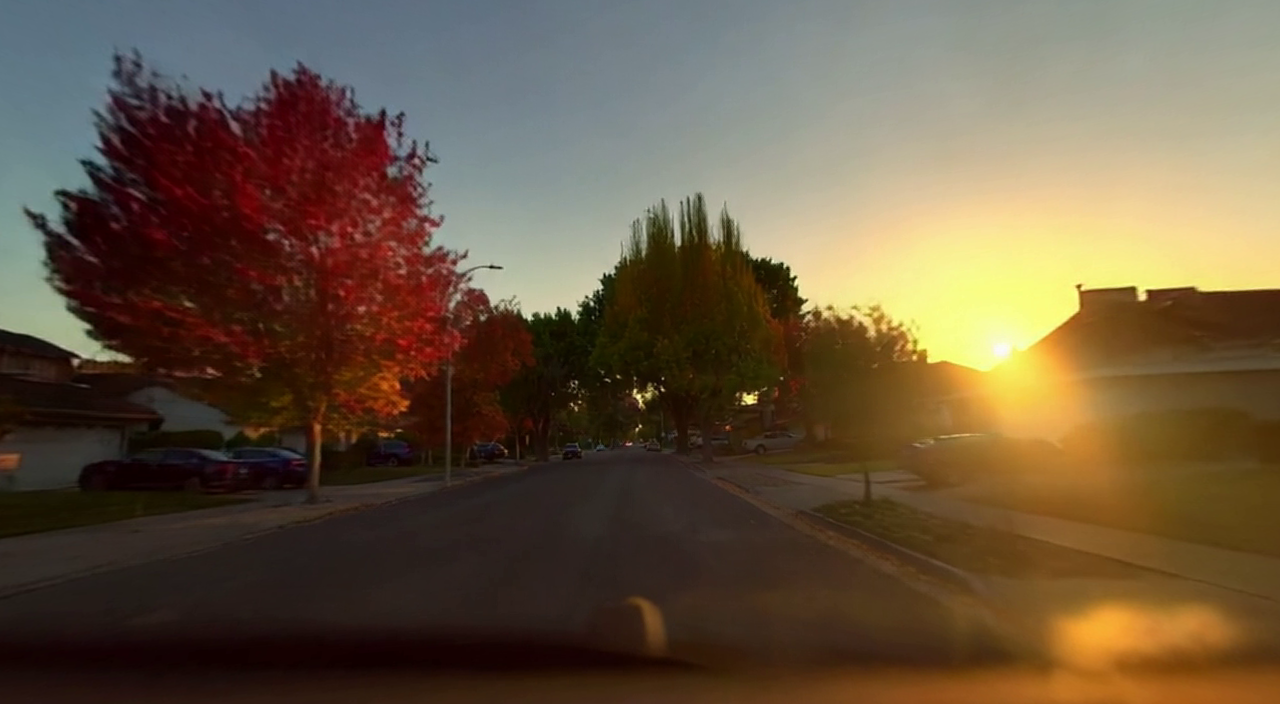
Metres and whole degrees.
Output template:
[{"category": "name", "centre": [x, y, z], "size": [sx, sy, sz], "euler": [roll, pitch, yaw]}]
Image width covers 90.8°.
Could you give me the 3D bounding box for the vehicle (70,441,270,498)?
[{"category": "vehicle", "centre": [-15.138, 3.778, 20.587], "size": [4.830, 1.725, 2.116], "euler": [0, -9, 2]}]
